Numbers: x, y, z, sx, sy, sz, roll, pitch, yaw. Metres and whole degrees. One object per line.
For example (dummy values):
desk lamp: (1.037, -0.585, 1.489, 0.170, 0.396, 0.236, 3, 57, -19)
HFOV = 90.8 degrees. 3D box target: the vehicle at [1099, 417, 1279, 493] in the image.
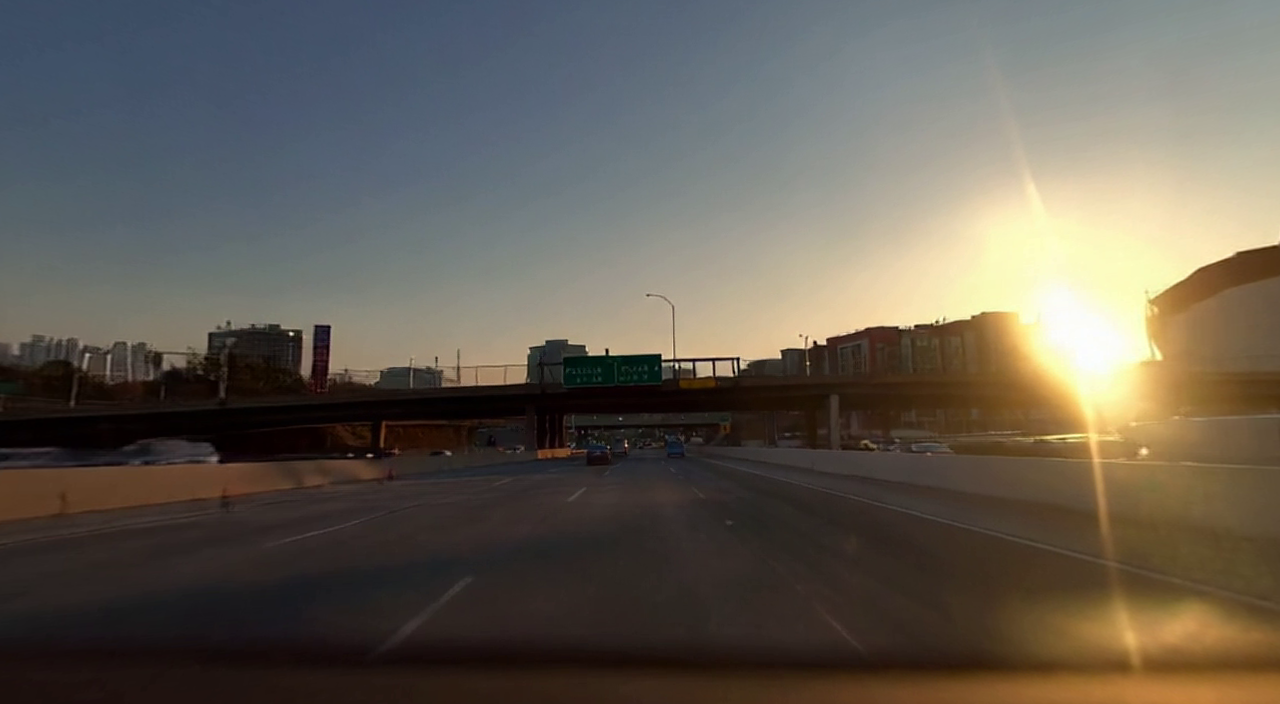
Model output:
vehicle: (17.815, 3.218, 20.126, 2.229, 2.050, 5.602, 0, -8, 2)

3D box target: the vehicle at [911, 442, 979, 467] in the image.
vehicle: (18.461, 6.217, 38.467, 1.858, 1.432, 4.563, 0, -8, 0)

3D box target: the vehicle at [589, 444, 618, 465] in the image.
vehicle: (-2.729, 7.800, 48.208, 1.982, 1.516, 4.327, 0, -8, 0)

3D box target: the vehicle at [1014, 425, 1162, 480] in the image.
vehicle: (18.023, 4.082, 25.853, 2.108, 1.965, 5.471, 0, -8, 1)

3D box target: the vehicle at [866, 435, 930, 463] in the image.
vehicle: (18.631, 7.030, 45.973, 2.128, 1.915, 5.821, 0, -8, -1)
